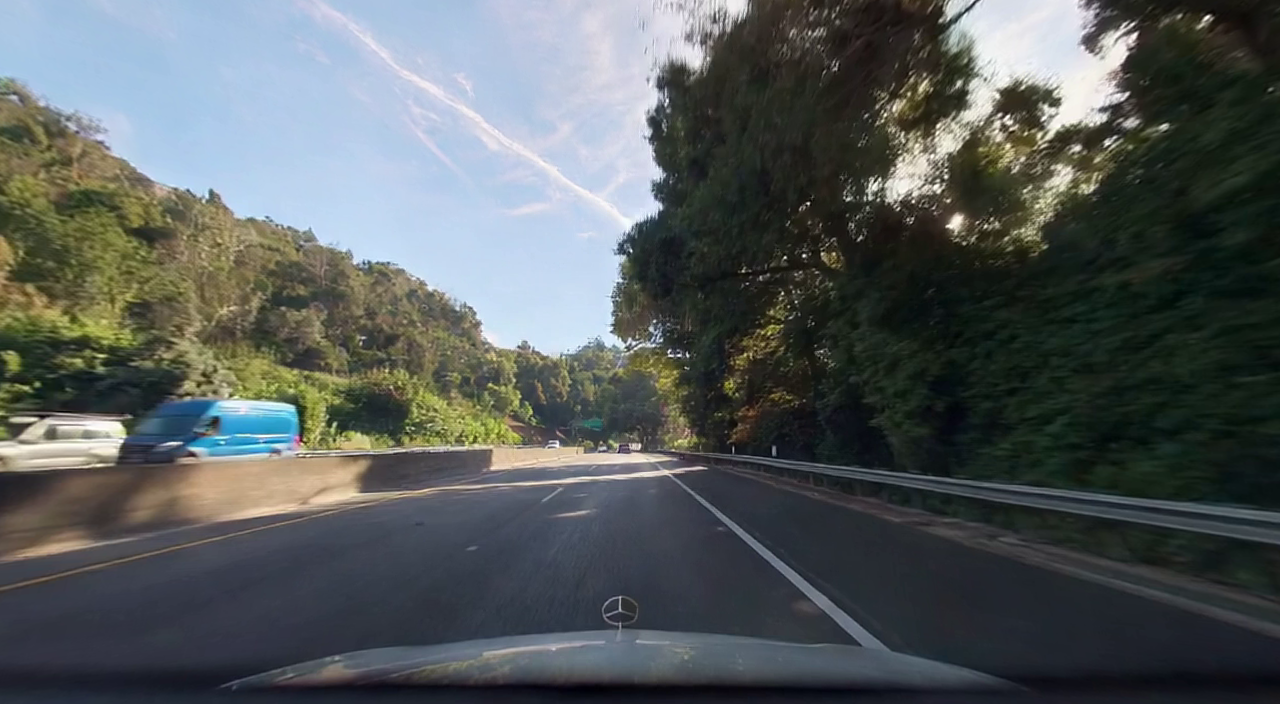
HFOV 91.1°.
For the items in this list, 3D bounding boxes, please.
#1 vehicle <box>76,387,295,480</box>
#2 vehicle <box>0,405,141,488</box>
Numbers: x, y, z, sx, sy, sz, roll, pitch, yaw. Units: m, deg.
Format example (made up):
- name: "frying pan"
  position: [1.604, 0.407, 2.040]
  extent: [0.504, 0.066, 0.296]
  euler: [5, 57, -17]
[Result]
- name: "vehicle"
  position: [-15.142, 2.838, 21.765]
  extent: [2.590, 2.700, 6.682]
  euler: [0, -8, 0]
- name: "vehicle"
  position: [-15.005, 2.221, 14.810]
  extent: [2.090, 1.794, 5.319]
  euler: [0, -8, -1]
